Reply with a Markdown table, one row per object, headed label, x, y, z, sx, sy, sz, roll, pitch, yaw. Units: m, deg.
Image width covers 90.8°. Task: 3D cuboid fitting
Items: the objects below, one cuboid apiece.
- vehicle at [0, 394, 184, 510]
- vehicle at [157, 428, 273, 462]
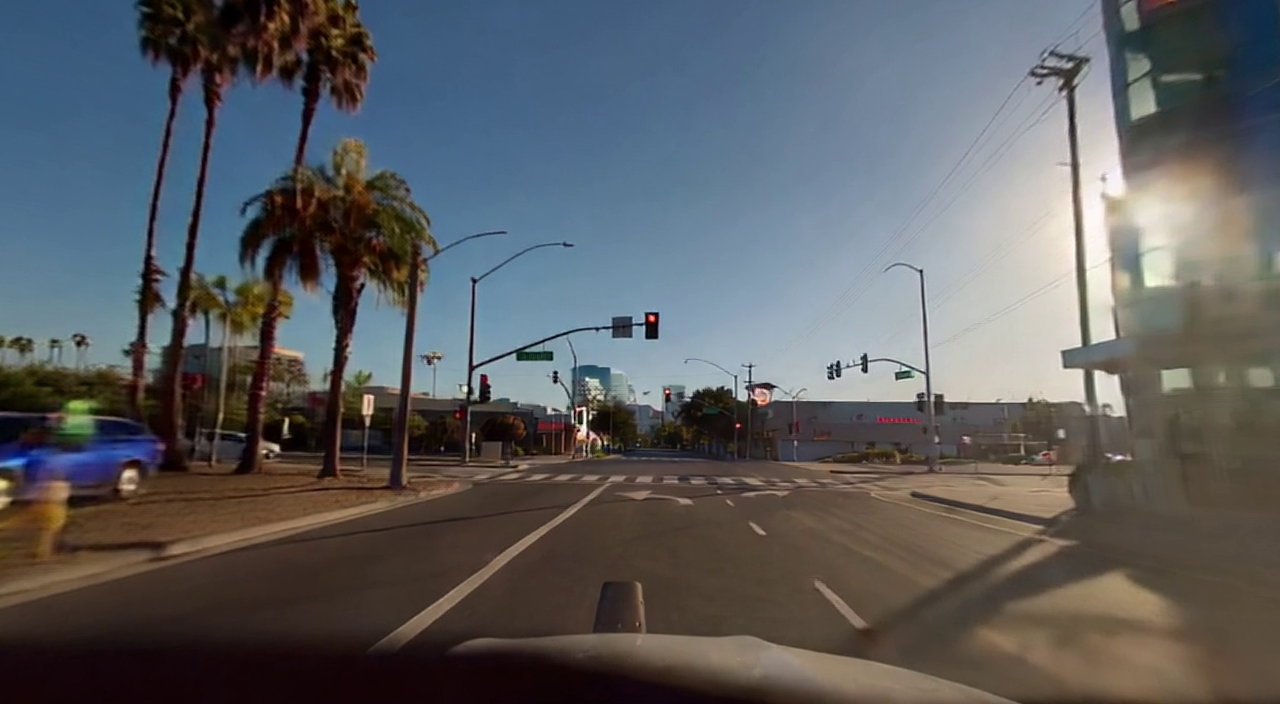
| label | x | y | z | sx | sy | sz | roll | pitch | yaw |
| --- | --- | --- | --- | --- | --- | --- | --- | --- | --- |
| vehicle | -11.091 | 1.803 | 11.383 | 2.109 | 1.816 | 4.670 | -1 | -8 | 2 |
| vehicle | -21.233 | 4.680 | 31.695 | 4.350 | 1.624 | 2.023 | 0 | -8 | 0 |
